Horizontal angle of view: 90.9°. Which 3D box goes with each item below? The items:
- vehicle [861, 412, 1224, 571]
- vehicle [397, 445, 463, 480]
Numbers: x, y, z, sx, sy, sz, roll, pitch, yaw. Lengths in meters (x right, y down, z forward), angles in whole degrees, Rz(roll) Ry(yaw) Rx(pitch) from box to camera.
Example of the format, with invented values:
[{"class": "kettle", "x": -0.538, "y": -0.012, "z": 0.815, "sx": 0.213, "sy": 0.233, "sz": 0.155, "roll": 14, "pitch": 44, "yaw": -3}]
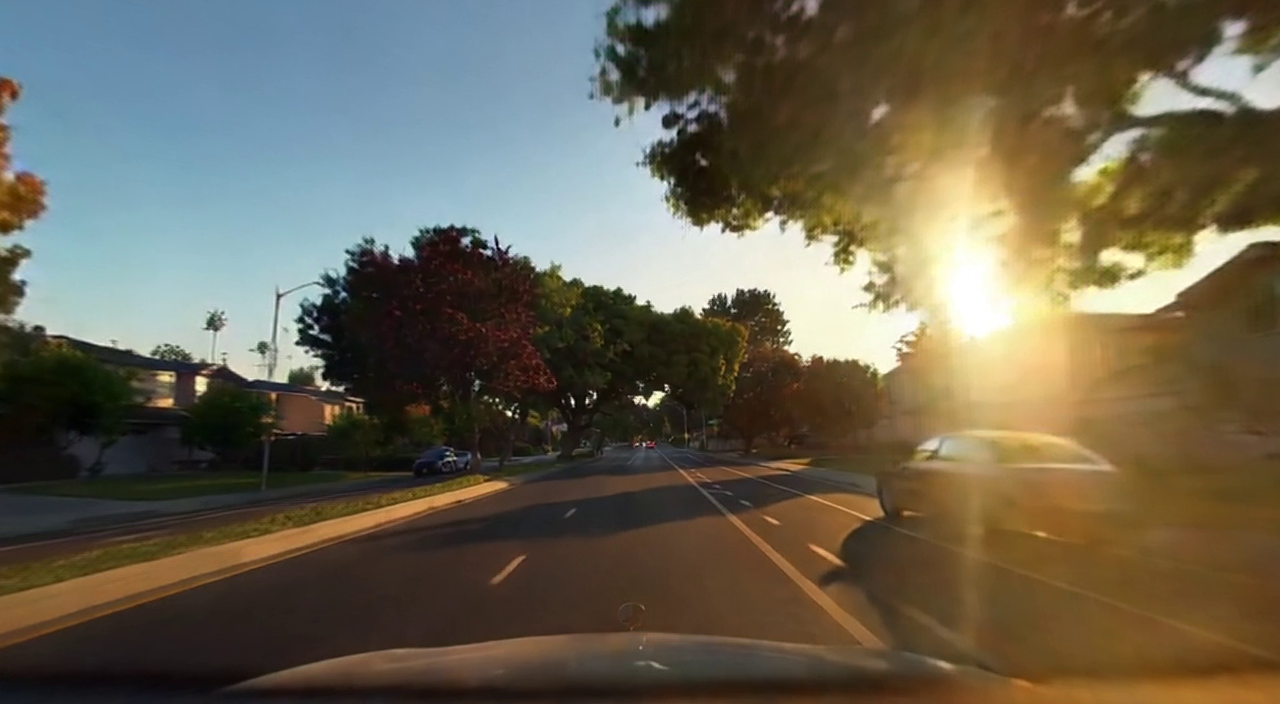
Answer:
[{"class": "vehicle", "x": 5.169, "y": 1.834, "z": 9.164, "sx": 2.104, "sy": 1.687, "sz": 4.636, "roll": 0, "pitch": -8, "yaw": -1}, {"class": "vehicle", "x": -11.428, "y": 6.007, "z": 34.722, "sx": 2.023, "sy": 1.629, "sz": 4.822, "roll": -2, "pitch": -7, "yaw": 0}]
